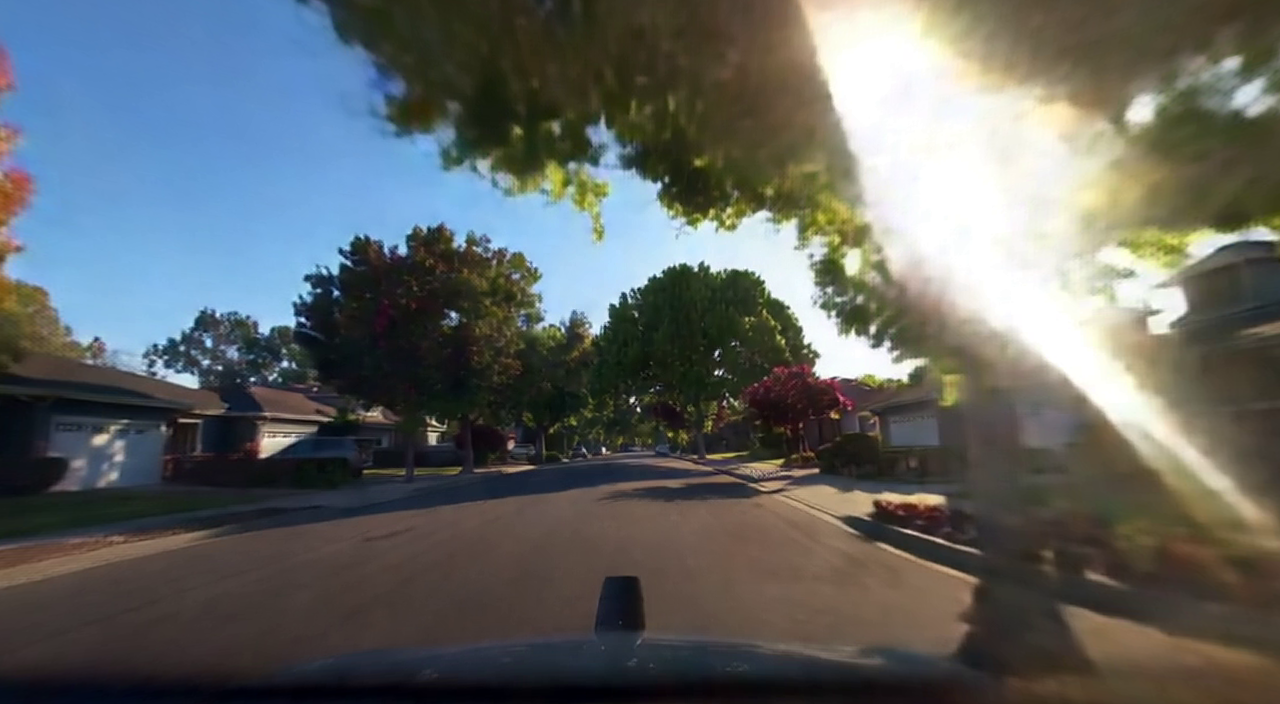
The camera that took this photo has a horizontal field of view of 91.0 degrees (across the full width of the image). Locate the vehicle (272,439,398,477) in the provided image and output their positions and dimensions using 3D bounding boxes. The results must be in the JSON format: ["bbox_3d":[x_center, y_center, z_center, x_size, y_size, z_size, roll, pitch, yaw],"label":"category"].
[{"bbox_3d":[-14.092,4.898,29.259,4.850,1.676,1.920,-1,-9,3],"label":"vehicle"}]
